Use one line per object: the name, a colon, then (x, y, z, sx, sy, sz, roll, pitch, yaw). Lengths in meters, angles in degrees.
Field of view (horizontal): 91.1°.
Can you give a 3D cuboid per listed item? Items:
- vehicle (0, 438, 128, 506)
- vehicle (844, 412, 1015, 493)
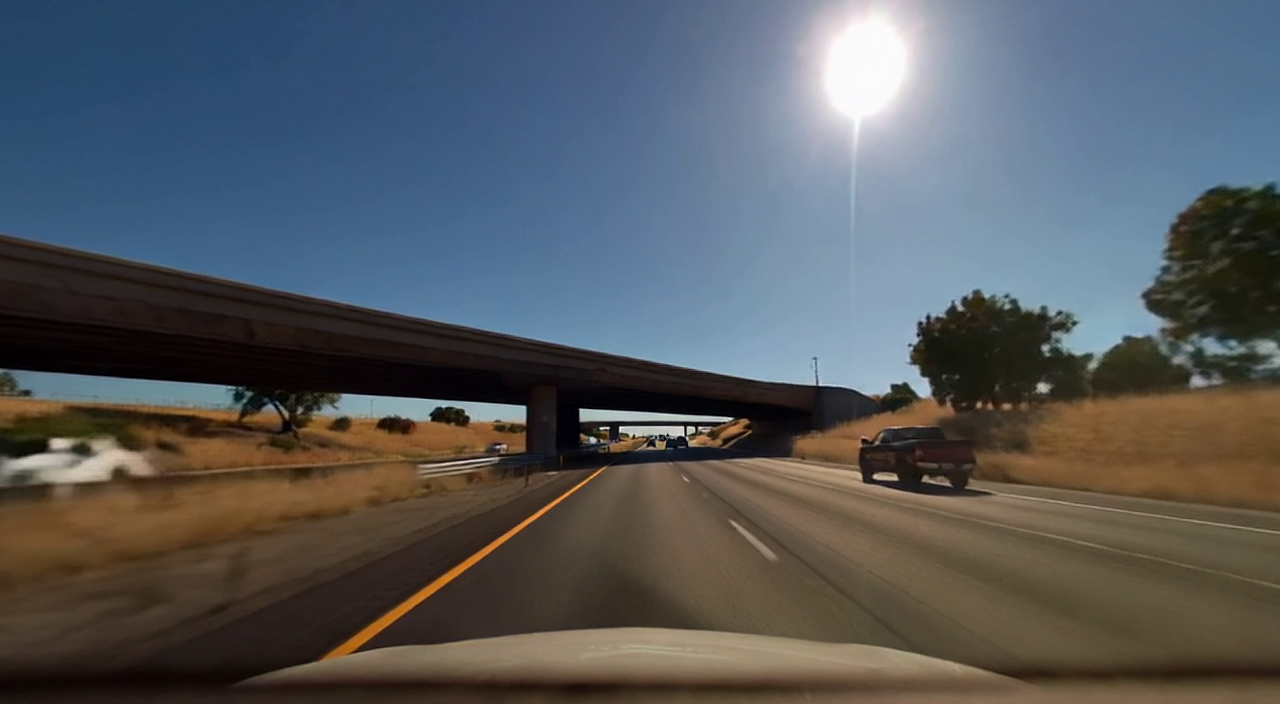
vehicle: (-17.180, 3.247, 17.253, 1.910, 1.704, 5.056, 0, -8, 0)
vehicle: (8.182, 2.934, 18.583, 2.362, 2.037, 5.409, 0, -8, -1)
